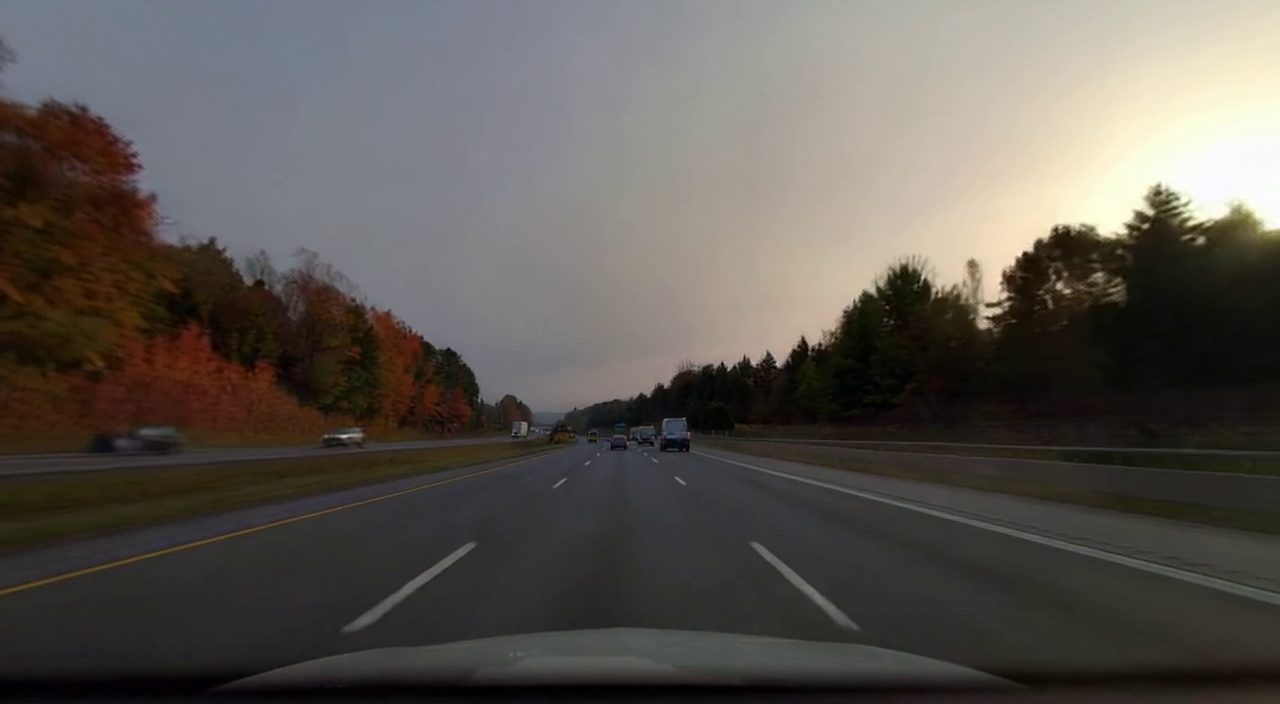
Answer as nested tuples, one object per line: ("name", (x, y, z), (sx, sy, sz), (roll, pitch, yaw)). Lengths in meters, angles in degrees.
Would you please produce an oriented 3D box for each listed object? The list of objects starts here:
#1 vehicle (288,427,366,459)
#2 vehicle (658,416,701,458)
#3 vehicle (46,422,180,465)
("vehicle", (-15.980, 4.656, 32.403), (1.795, 1.503, 4.527), (0, -8, -2))
("vehicle", (2.556, 5.716, 42.310), (2.411, 2.614, 5.781), (0, -8, -1))
("vehicle", (-20.119, 3.509, 24.251), (1.800, 1.486, 3.963), (0, -8, -1))
